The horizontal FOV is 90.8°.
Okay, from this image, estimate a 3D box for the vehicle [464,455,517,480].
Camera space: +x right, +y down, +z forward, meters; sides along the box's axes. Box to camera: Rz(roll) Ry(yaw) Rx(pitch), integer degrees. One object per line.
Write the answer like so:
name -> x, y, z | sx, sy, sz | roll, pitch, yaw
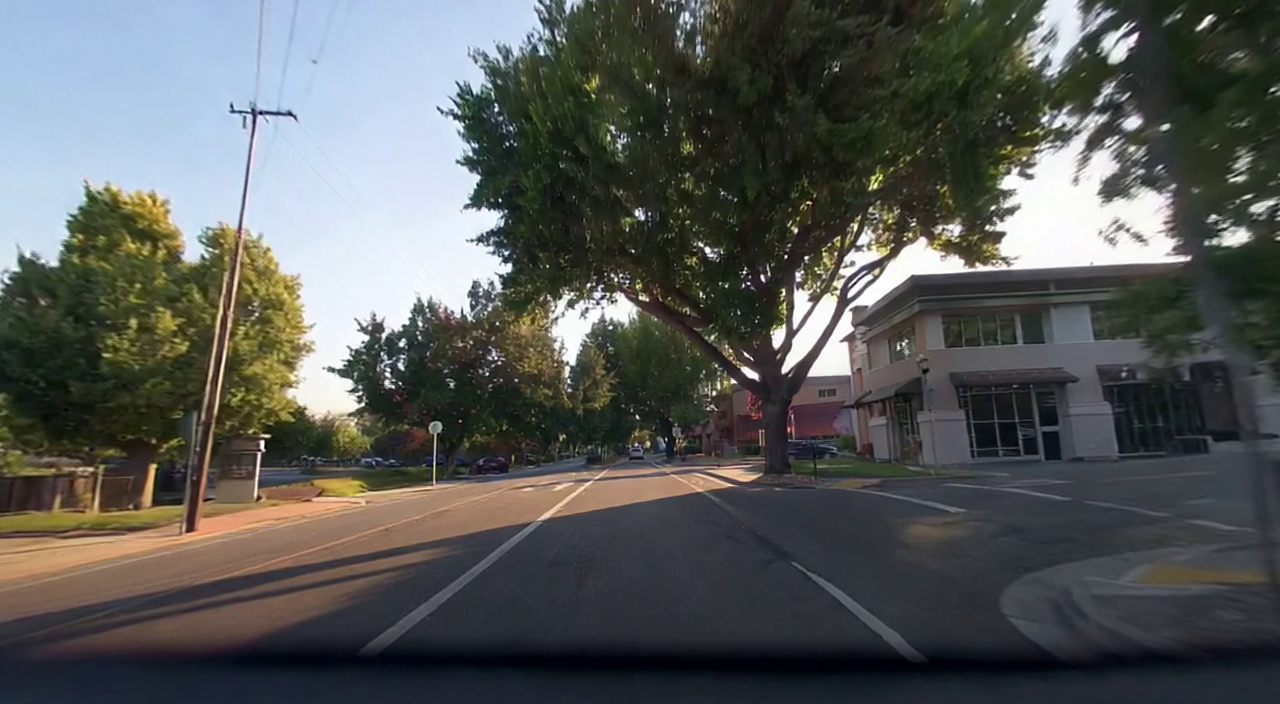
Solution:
vehicle -> -9.802, 7.462, 41.191 | 2.061, 1.475, 4.357 | 5, -10, -32
